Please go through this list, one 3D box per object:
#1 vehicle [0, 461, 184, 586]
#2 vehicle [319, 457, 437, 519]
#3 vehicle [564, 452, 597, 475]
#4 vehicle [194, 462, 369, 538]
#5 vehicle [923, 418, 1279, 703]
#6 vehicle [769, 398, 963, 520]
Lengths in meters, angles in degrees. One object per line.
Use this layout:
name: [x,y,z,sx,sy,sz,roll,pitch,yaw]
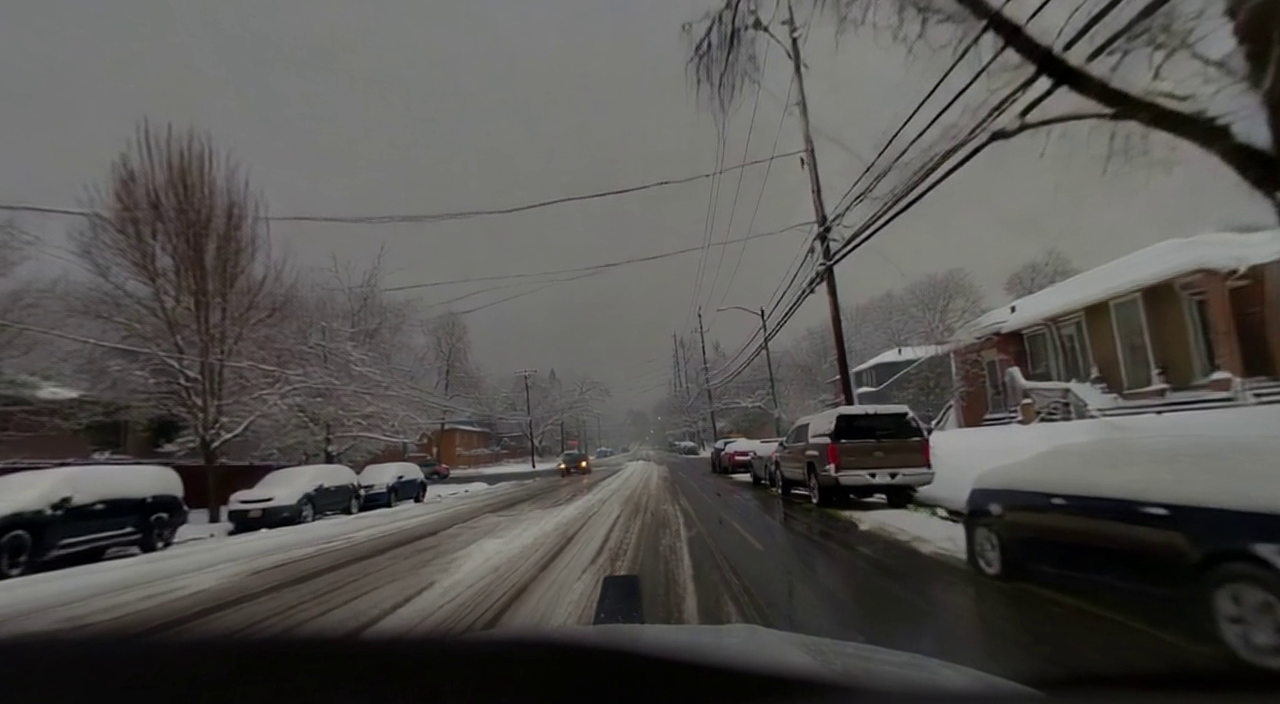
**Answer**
vehicle: [-11.028,2.998,11.557,1.937,1.837,4.414,-1,-8,2]
vehicle: [-10.435,5.408,25.799,2.282,2.060,5.738,0,-8,0]
vehicle: [-4.506,8.571,48.615,1.948,1.502,4.434,-3,-8,2]
vehicle: [-10.824,4.472,19.753,2.089,1.837,5.499,-1,-8,2]
vehicle: [4.292,1.324,4.901,1.927,1.483,5.100,-1,-8,1]
vehicle: [4.591,2.307,14.082,2.330,2.160,5.550,0,-8,1]
